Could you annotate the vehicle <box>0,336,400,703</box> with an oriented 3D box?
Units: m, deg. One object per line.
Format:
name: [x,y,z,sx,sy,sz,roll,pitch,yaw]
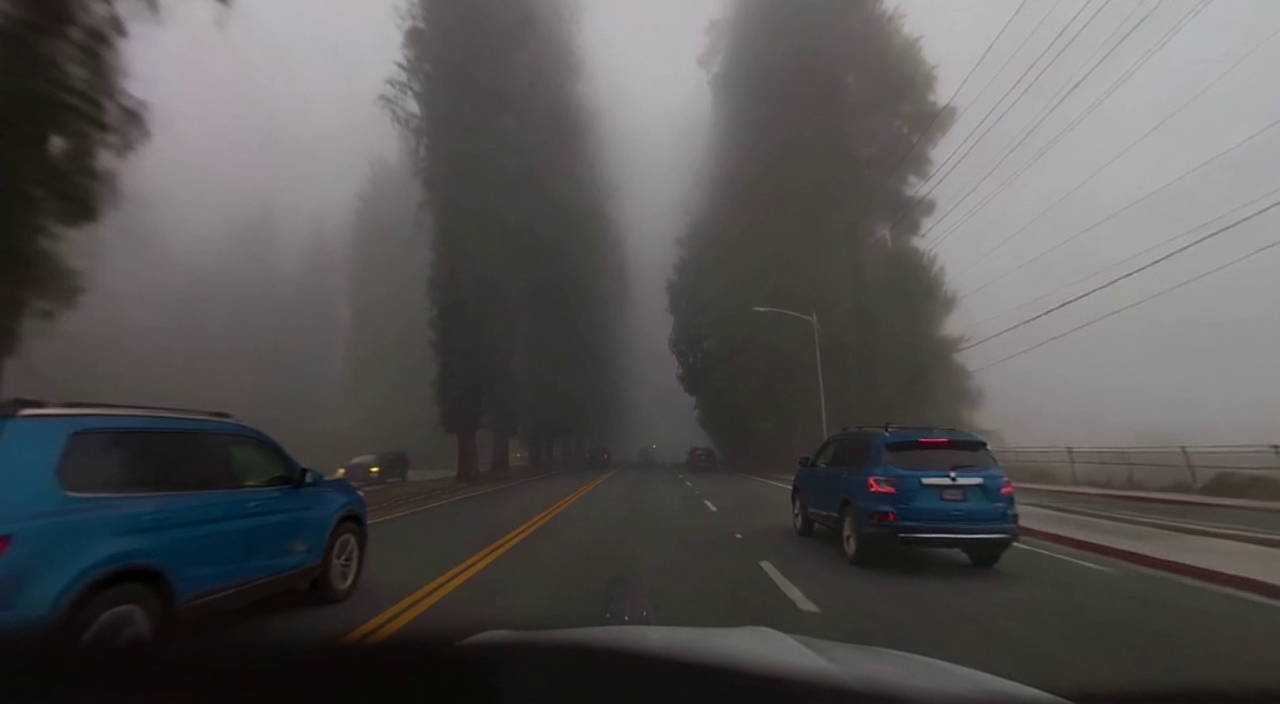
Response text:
vehicle: [-3.604,1.093,4.251,2.104,1.785,4.494,0,-9,1]

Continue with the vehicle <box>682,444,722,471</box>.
vehicle: [3.631,6.294,37.807,1.906,1.468,4.422,0,-9,0]

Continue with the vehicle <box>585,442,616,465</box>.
vehicle: [-3.091,8.007,49.763,2.066,1.725,4.241,0,-8,1]

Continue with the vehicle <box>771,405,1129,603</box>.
vehicle: [3.223,1.682,7.902,2.182,1.744,4.464,0,-9,0]
